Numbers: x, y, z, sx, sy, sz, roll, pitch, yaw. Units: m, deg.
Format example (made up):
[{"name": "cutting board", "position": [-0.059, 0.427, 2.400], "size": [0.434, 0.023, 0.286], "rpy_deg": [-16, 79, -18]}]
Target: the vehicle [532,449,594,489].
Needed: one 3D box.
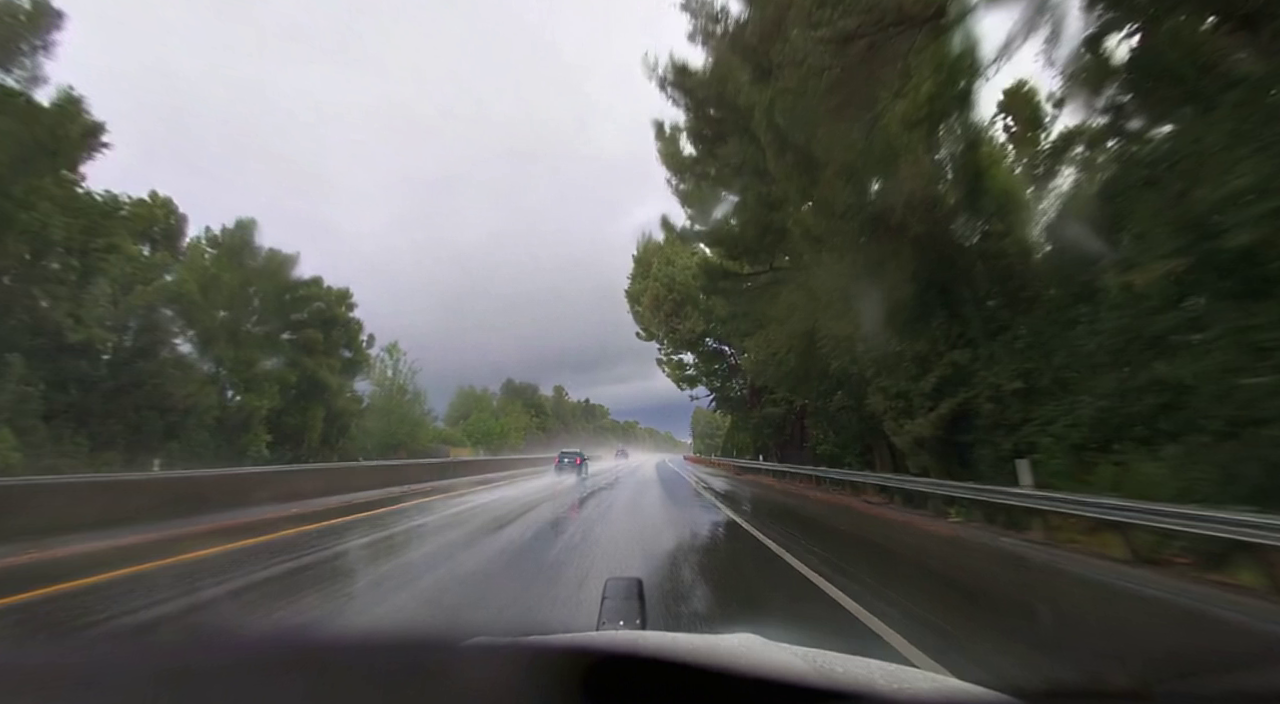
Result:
[{"name": "vehicle", "position": [-3.013, 4.685, 25.541], "size": [1.917, 1.450, 3.997], "rpy_deg": [0, -9, 1]}]
